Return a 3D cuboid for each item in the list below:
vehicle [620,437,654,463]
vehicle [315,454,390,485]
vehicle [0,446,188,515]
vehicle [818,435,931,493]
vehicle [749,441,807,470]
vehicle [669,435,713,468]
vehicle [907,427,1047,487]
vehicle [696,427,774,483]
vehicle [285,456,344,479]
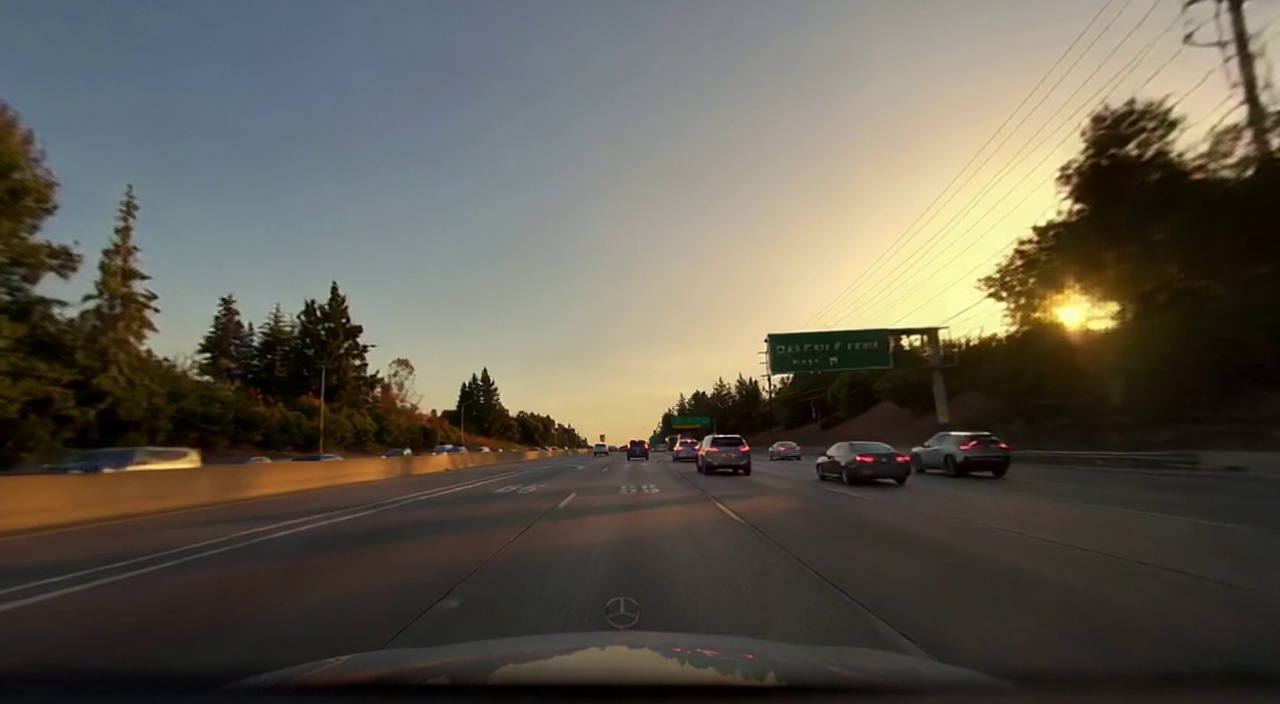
[{"bbox_3d":[-0.240,7.157,45.979,2.314,1.796,4.254,0,-8,-1],"label":"vehicle"},{"bbox_3d":[-15.297,6.244,33.796,1.878,1.486,4.580,0,-8,0],"label":"vehicle"},{"bbox_3d":[-18.940,4.282,21.775,2.413,2.039,5.671,0,-8,-1],"label":"vehicle"},{"bbox_3d":[6.830,3.289,18.800,1.836,1.527,3.783,0,-8,-1],"label":"vehicle"},{"bbox_3d":[7.437,5.595,34.306,1.964,1.475,4.310,0,-8,-3],"label":"vehicle"},{"bbox_3d":[2.984,6.006,38.128,2.152,1.821,4.853,0,-8,-1],"label":"vehicle"},{"bbox_3d":[10.693,3.366,20.478,1.925,1.708,4.643,0,-8,-1],"label":"vehicle"},{"bbox_3d":[3.485,3.894,24.052,2.095,1.886,4.727,0,-8,-2],"label":"vehicle"},{"bbox_3d":[-23.301,8.246,45.194,1.794,1.456,4.630,0,-8,-1],"label":"vehicle"}]
